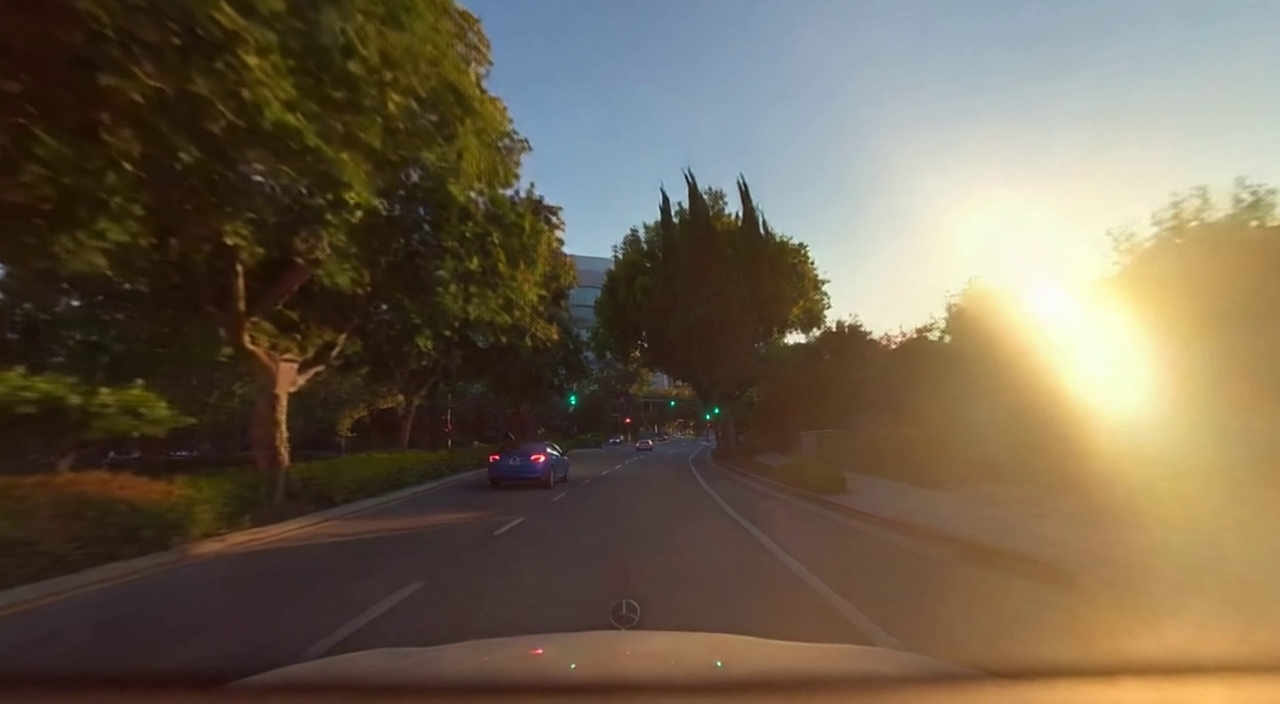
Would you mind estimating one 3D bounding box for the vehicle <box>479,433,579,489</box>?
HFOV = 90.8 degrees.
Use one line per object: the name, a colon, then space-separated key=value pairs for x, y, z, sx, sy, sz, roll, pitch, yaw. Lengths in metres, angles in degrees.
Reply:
vehicle: x=-3.238 y=3.294 z=19.490 sx=2.038 sy=1.486 sz=4.678 roll=-1 pitch=-8 yaw=2
